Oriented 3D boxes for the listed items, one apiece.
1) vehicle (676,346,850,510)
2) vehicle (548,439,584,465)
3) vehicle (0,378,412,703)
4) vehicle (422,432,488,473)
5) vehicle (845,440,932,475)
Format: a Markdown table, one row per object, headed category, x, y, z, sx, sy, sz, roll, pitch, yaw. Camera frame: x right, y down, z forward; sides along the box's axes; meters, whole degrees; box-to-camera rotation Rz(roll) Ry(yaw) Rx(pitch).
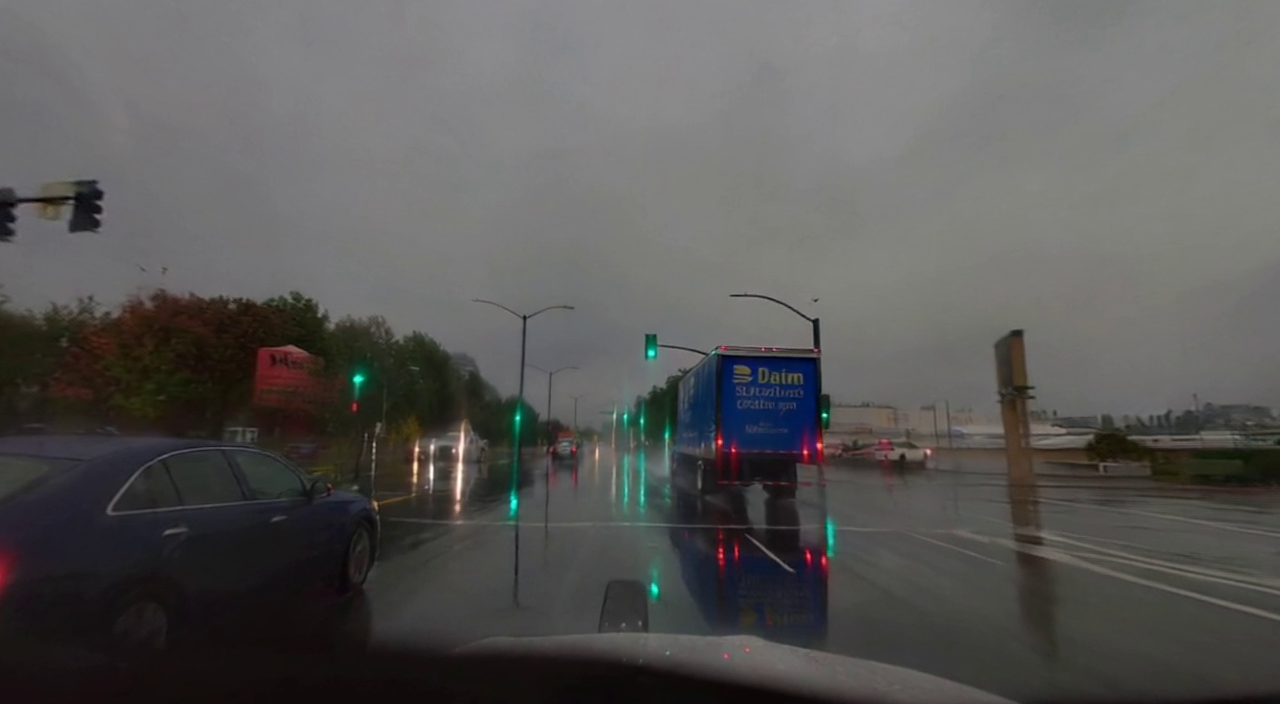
| category | x | y | z | sx | sy | sz | roll | pitch | yaw |
| --- | --- | --- | --- | --- | --- | --- | --- | --- | --- |
| vehicle | 2.978 | 2.292 | 18.279 | 2.905 | 3.644 | 8.441 | 0 | -8 | -3 |
| vehicle | -5.330 | 7.239 | 45.587 | 2.388 | 1.811 | 4.455 | 1 | -8 | -4 |
| vehicle | -3.137 | 1.083 | 3.725 | 1.828 | 1.515 | 4.422 | 0 | -8 | 1 |
| vehicle | -9.280 | 5.080 | 31.965 | 2.374 | 1.863 | 4.751 | 1 | -8 | -6 |
| vehicle | 17.112 | 7.217 | 43.175 | 5.948 | 2.233 | 2.406 | 6 | -11 | -32 |
